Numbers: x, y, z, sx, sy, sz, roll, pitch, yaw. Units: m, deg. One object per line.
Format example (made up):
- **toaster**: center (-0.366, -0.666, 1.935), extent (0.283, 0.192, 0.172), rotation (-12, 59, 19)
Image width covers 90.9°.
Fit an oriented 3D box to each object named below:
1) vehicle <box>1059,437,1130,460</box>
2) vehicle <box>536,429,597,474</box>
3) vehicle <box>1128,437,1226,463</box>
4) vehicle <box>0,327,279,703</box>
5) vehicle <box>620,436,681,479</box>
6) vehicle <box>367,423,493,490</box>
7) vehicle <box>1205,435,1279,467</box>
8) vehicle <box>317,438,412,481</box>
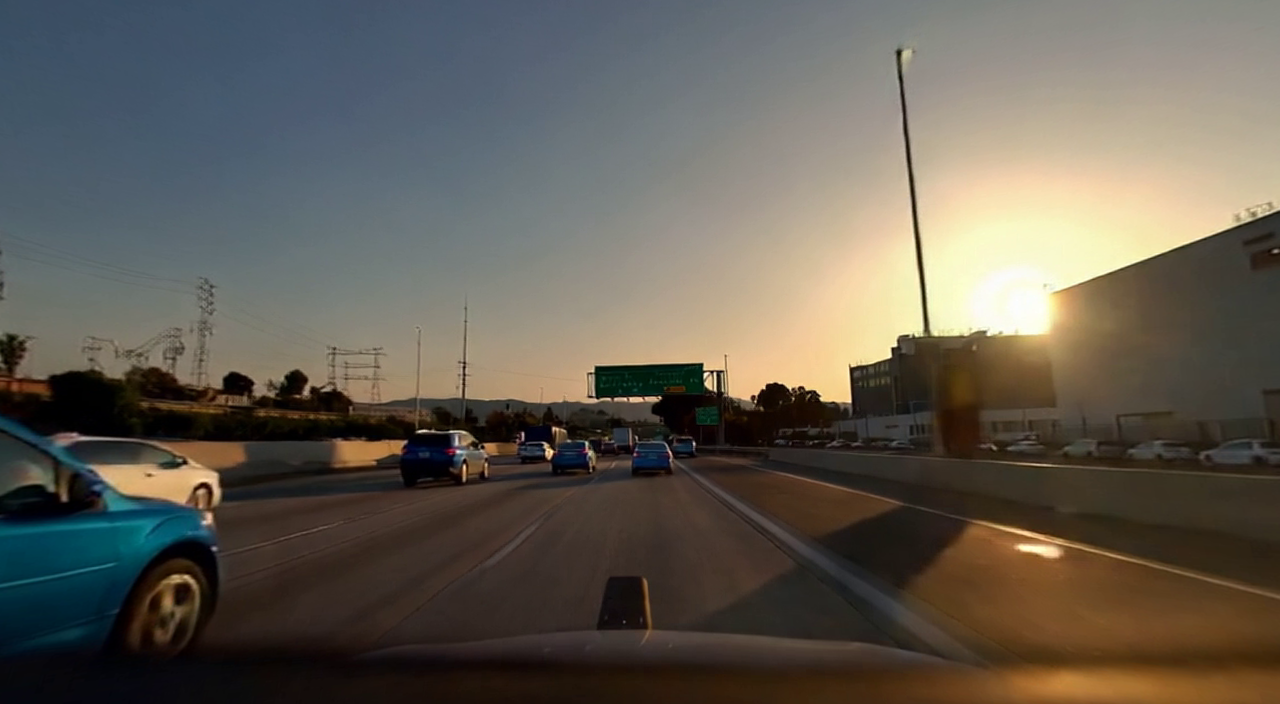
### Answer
- **vehicle**: center (30.524, 6.480, 42.504), extent (1.656, 1.442, 4.167), rotation (0, -8, 1)
- **vehicle**: center (-3.020, 4.214, 26.881), extent (2.007, 1.730, 4.412), rotation (0, -8, 1)
- **vehicle**: center (30.511, 5.600, 36.017), extent (1.598, 1.384, 4.580), rotation (0, -8, 1)
- **vehicle**: center (-3.199, 0.673, 1.550), extent (1.961, 1.687, 4.453), rotation (0, -8, 0)
- **vehicle**: center (0.370, 3.913, 23.654), extent (2.090, 1.474, 3.970), rotation (0, -8, 1)
- **vehicle**: center (-6.234, 3.171, 19.454), extent (2.125, 1.804, 4.864), rotation (0, -8, 1)
- **vehicle**: center (30.405, 4.803, 30.756), extent (1.722, 1.461, 4.302), rotation (0, -8, 1)
- **vehicle**: center (-9.910, 3.882, 23.007), extent (1.774, 1.408, 3.917), rotation (0, -8, -2)
